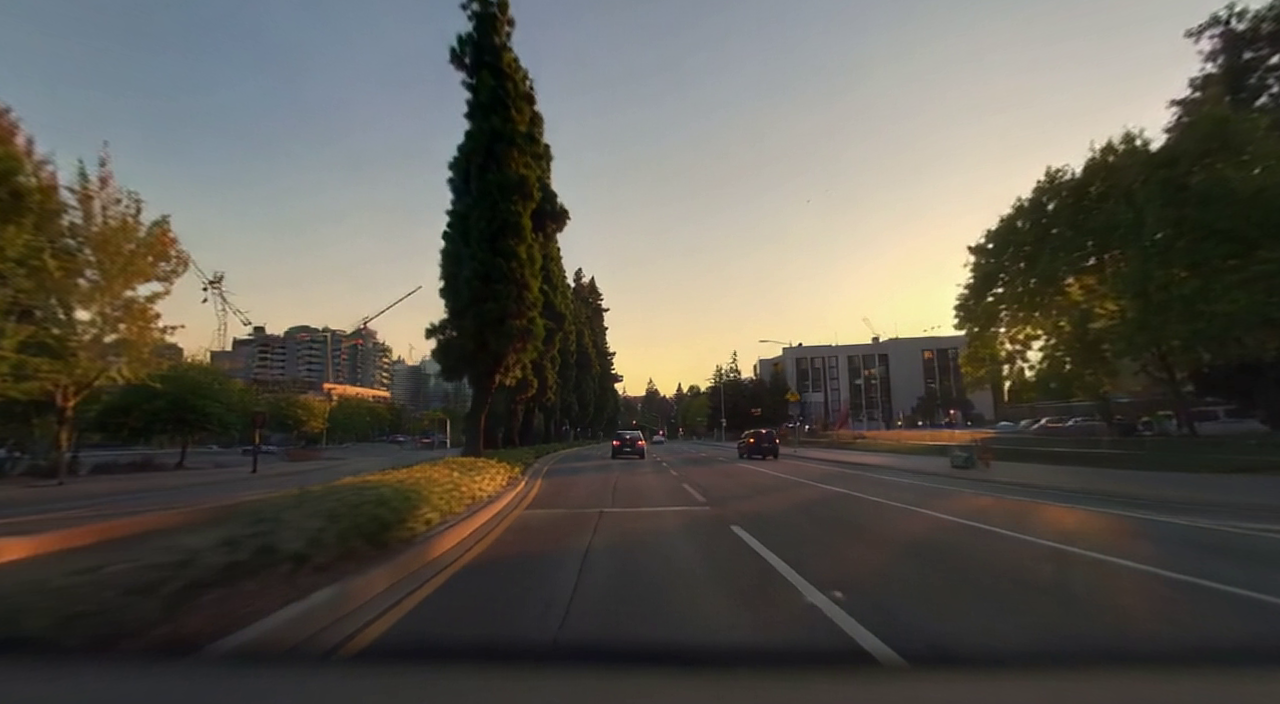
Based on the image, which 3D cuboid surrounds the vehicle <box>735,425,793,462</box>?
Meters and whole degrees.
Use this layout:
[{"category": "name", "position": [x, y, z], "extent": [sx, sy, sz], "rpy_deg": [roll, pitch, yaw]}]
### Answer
[{"category": "vehicle", "position": [6.456, 4.855, 33.425], "extent": [2.026, 1.804, 4.565], "rpy_deg": [0, -8, -1]}]

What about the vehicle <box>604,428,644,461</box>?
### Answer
[{"category": "vehicle", "position": [-0.954, 5.461, 37.339], "extent": [2.193, 1.794, 4.457], "rpy_deg": [0, -8, -1]}]
